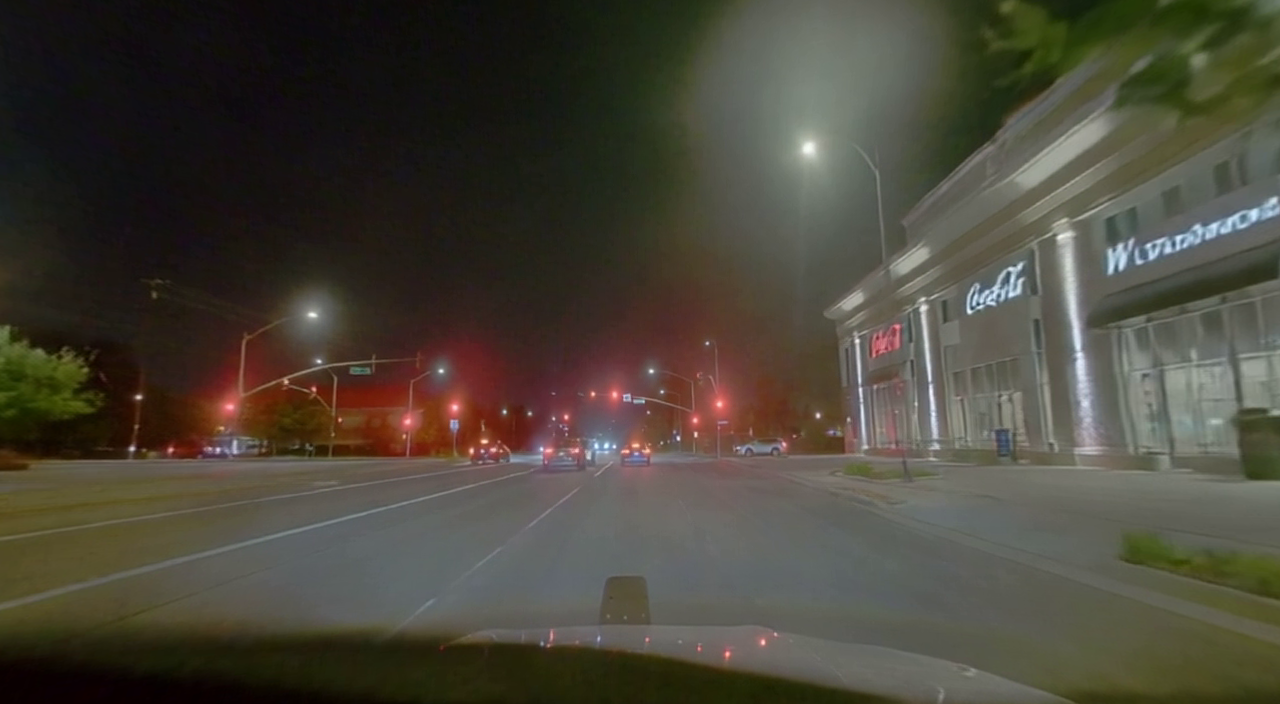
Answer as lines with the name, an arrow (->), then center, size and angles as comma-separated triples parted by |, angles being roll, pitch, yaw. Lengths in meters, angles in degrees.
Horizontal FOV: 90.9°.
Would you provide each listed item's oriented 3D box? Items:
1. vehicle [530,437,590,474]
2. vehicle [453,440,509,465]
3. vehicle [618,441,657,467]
vehicle -> -3.437, 4.529, 27.800 | 2.029, 1.517, 4.375 | 0, -8, 1
vehicle -> -9.770, 6.204, 39.091 | 2.096, 1.474, 4.585 | 0, -8, 3
vehicle -> -0.092, 6.170, 38.438 | 2.258, 1.507, 3.896 | -1, -8, 2
